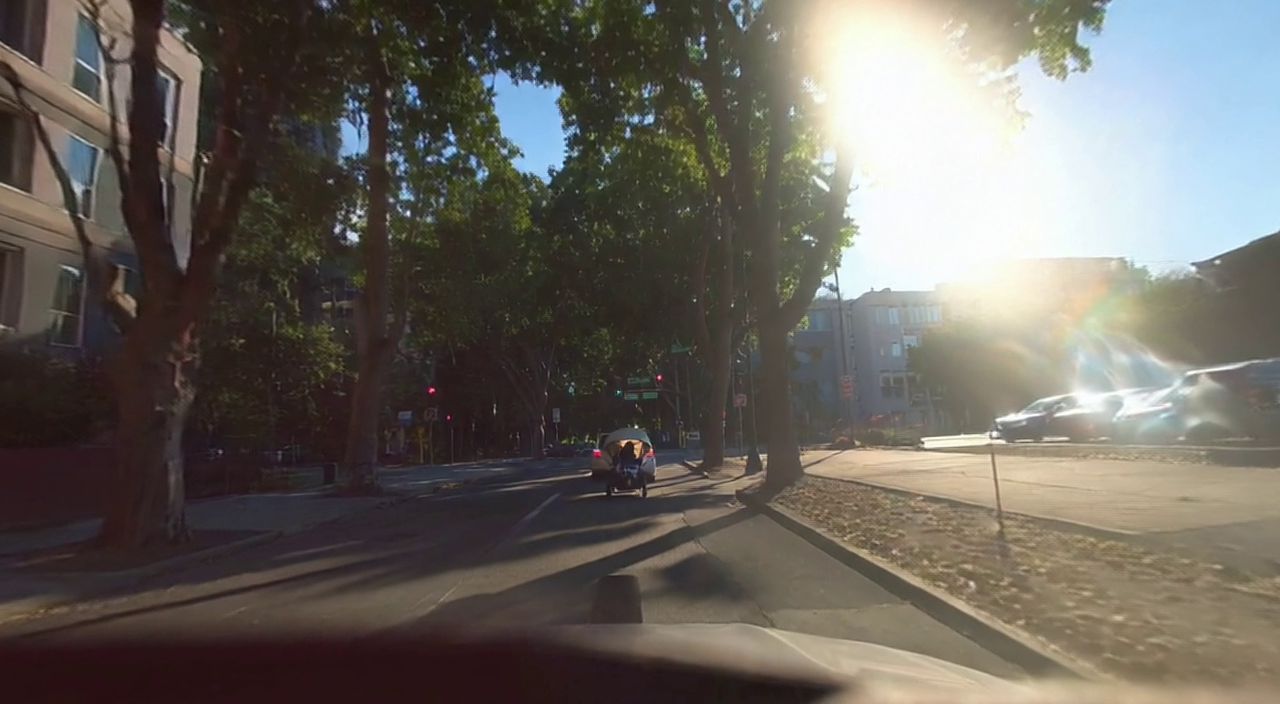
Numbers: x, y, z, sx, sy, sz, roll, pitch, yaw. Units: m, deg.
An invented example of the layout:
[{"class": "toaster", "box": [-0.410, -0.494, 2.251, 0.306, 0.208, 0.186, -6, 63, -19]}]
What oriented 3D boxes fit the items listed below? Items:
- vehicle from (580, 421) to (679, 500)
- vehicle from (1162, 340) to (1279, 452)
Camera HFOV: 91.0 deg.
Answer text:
[{"class": "vehicle", "box": [-0.215, 2.629, 15.611, 2.142, 1.686, 3.816, -1, -8, 1]}, {"class": "vehicle", "box": [12.613, 0.827, 11.343, 4.350, 1.867, 2.091, -1, -8, 6]}]
